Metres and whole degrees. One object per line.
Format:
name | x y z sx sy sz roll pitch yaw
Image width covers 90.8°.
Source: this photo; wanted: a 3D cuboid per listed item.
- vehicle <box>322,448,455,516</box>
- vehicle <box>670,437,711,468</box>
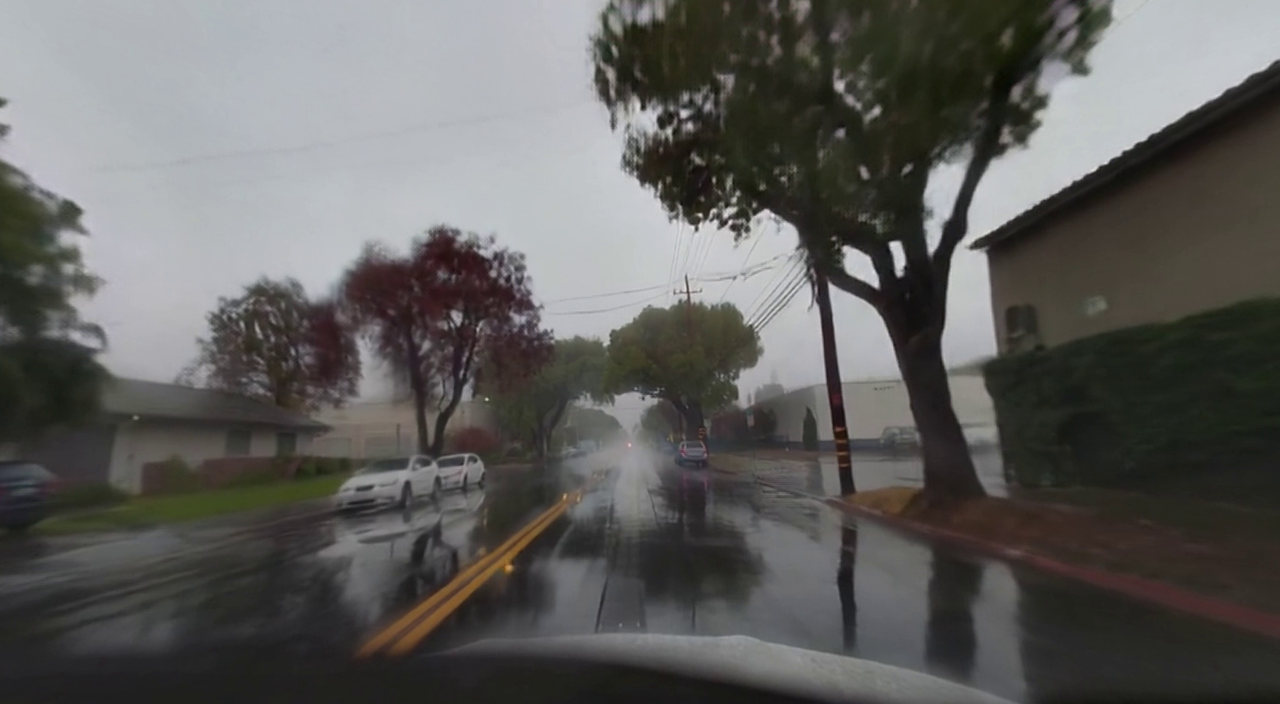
vehicle | -6.669 3.452 17.314 1.887 1.460 4.444 -4 -8 -1
vehicle | 3.103 6.341 40.116 2.138 1.820 5.218 0 -8 0
